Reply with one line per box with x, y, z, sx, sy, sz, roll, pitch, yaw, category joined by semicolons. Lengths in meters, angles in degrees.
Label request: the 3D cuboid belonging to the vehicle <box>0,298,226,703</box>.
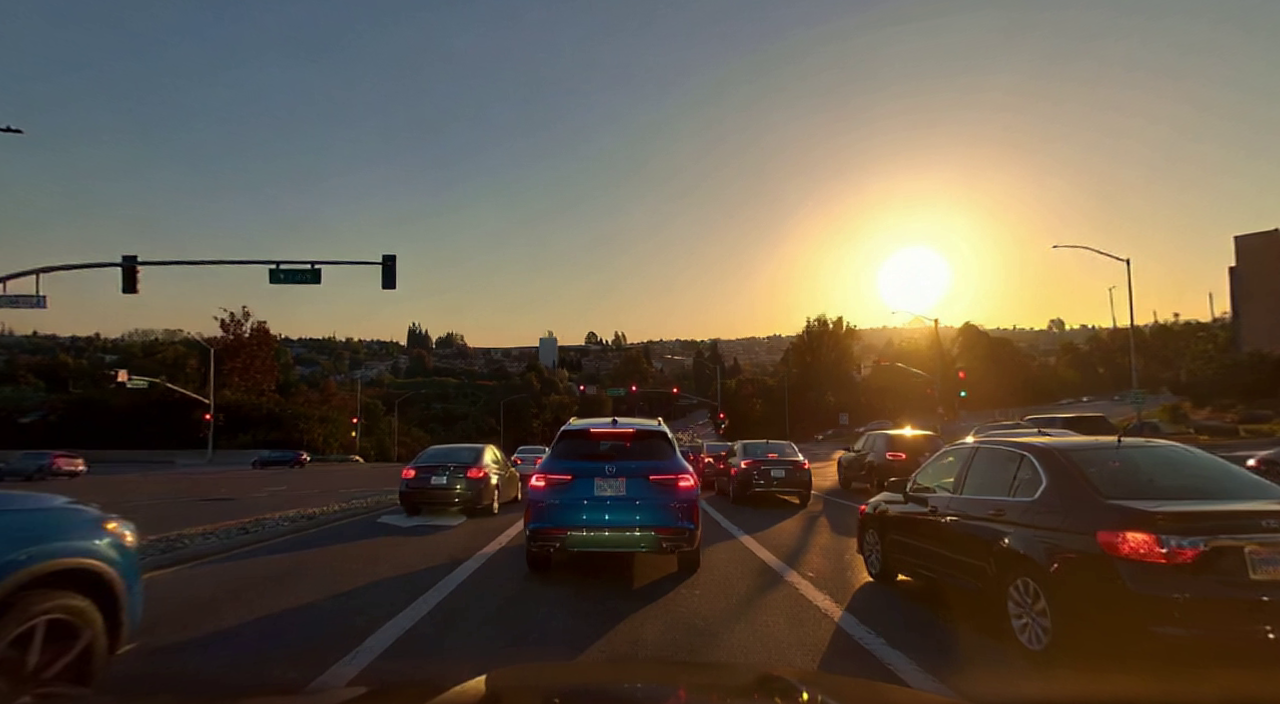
-3.259;0.516;0.712;2.186;1.794;4.972;0;-8;0;vehicle

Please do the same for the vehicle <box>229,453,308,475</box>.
-25.241;7.583;42.985;4.468;1.430;1.770;-2;-9;10;vehicle

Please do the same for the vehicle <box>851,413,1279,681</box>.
3.619;1.395;5.694;1.861;1.478;4.185;0;-8;-2;vehicle

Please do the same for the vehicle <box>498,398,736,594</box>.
-0.264;1.559;7.619;2.101;1.707;3.904;0;-8;-2;vehicle

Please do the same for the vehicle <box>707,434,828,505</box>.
2.982;2.856;15.773;1.950;1.506;4.086;0;-8;-3;vehicle
